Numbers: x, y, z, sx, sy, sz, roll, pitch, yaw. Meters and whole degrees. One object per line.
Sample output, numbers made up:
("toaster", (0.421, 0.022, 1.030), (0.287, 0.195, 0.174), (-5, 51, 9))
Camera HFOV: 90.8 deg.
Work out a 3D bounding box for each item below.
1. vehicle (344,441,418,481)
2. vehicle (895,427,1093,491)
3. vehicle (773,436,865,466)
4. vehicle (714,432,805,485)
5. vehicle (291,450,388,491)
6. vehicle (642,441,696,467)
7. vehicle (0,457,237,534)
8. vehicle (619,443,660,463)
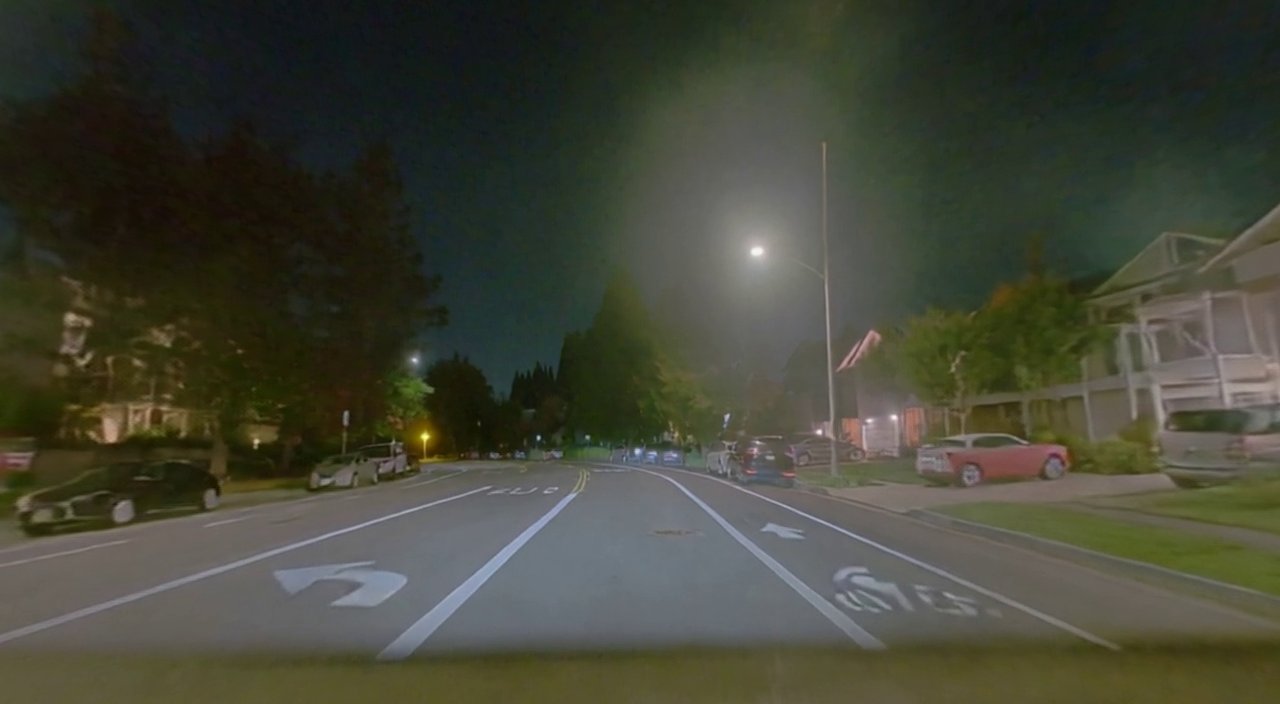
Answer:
("vehicle", (-12.691, 5.354, 31.347), (2.107, 1.810, 4.708), (1, -9, -6))
("vehicle", (10.101, 3.080, 18.268), (4.512, 1.477, 1.927), (-3, -9, -3))
("vehicle", (9.353, 5.203, 33.216), (4.158, 1.521, 1.921), (1, -9, -6))
("vehicle", (4.274, 3.912, 23.490), (2.184, 1.770, 4.651), (1, -9, -4))
("vehicle", (-12.176, 4.794, 25.989), (2.012, 1.478, 4.661), (1, -9, -4))
("vehicle", (1.853, 6.752, 42.101), (2.367, 1.614, 4.463), (2, -9, -14))
("vehicle", (-11.644, 3.193, 14.625), (1.948, 1.410, 4.361), (0, -9, -3))
("vehicle", (-0.068, 7.775, 48.670), (1.844, 1.485, 4.193), (3, -9, -20))
